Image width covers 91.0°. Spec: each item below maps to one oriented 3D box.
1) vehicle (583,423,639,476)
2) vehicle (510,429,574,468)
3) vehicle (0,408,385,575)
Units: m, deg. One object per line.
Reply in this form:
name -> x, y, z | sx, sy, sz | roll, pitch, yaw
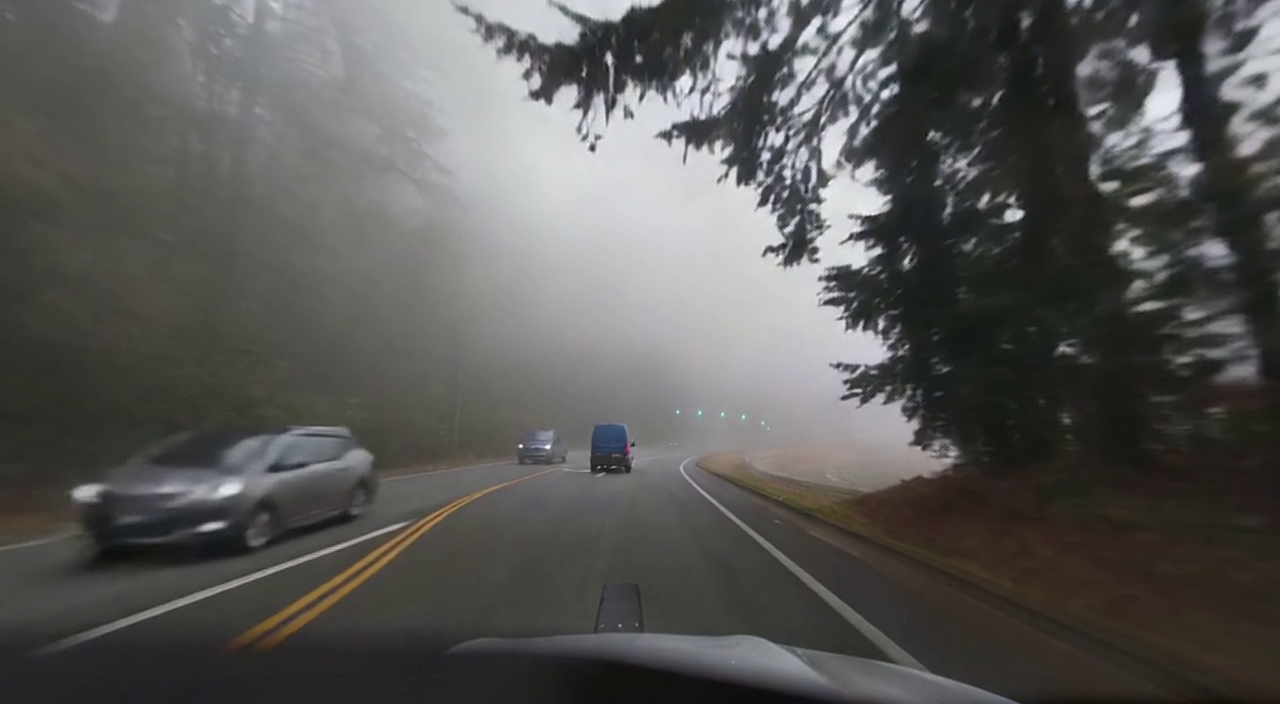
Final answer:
vehicle -> -1.221, 4.510, 29.205 | 2.362, 2.185, 5.212 | 0, -8, 0
vehicle -> -5.335, 5.401, 35.208 | 2.295, 1.981, 5.836 | 0, -8, 4
vehicle -> -5.476, 1.724, 8.585 | 2.051, 1.648, 4.451 | 0, -8, 1
